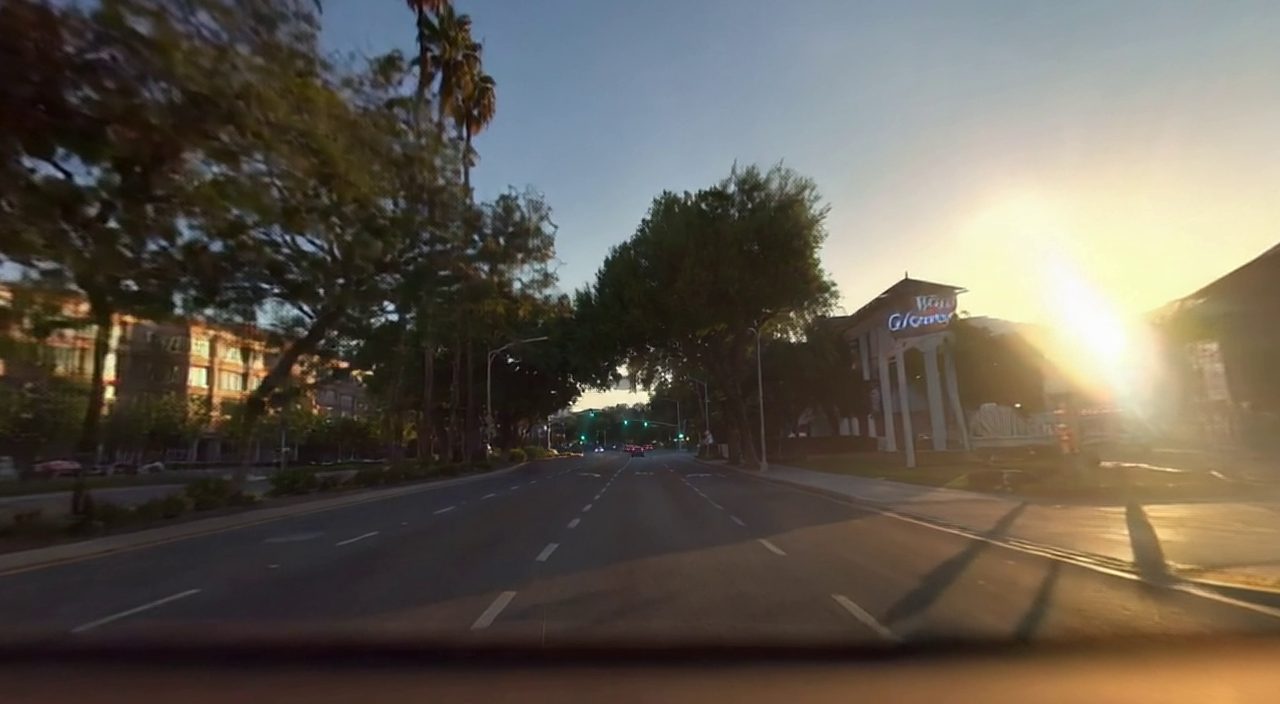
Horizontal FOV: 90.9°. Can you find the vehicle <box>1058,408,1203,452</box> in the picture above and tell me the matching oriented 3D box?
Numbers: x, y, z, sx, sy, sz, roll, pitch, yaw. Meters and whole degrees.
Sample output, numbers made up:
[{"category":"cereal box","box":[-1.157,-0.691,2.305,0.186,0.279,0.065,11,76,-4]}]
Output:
[{"category":"vehicle","box":[22.431,3.675,29.167,2.222,1.818,5.099,1,-9,-7]}]
